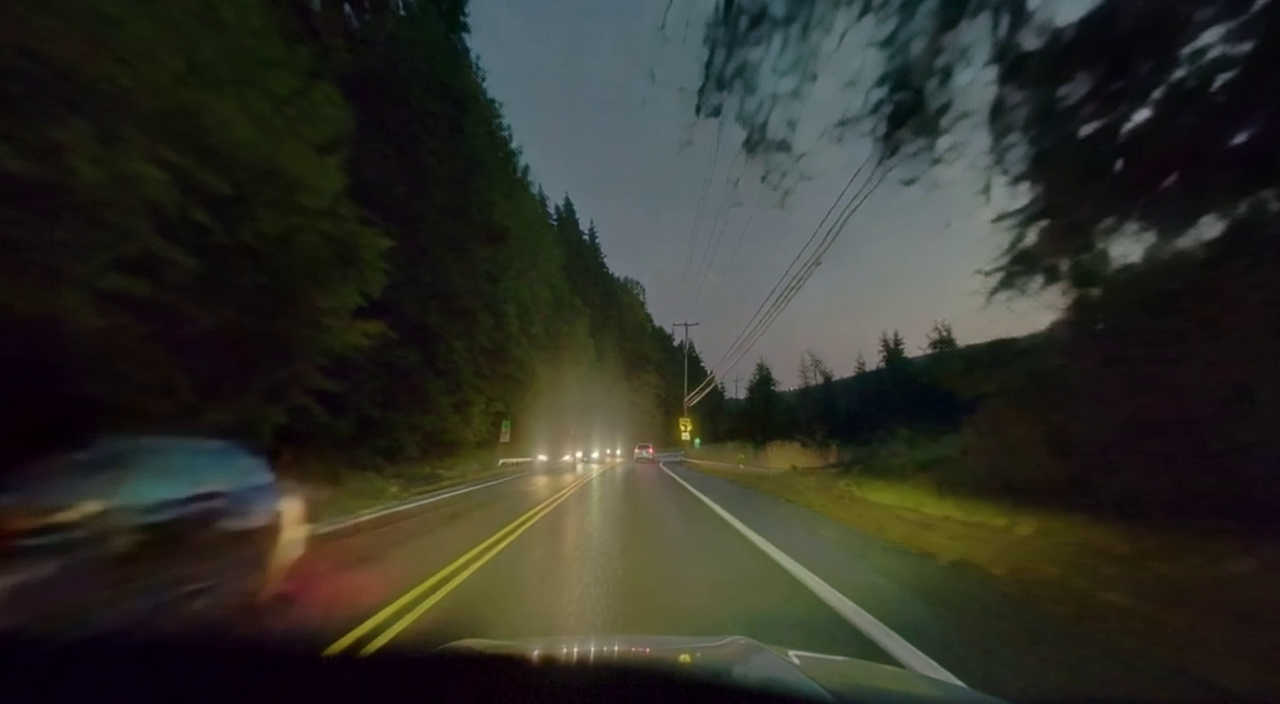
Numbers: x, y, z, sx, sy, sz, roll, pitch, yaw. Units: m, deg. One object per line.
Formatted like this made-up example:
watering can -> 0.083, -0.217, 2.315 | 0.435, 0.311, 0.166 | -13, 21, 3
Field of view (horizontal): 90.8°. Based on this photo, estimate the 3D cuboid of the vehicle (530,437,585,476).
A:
vehicle -> -3.894, 5.008, 30.435 | 2.013, 1.743, 4.205 | 0, -9, 0

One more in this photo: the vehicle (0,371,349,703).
vehicle -> -3.920, 1.143, 4.037 | 2.155, 1.727, 4.142 | 0, -9, -1

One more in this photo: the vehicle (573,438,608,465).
vehicle -> -3.599, 7.332, 46.674 | 2.120, 1.821, 4.650 | 0, -9, 1
